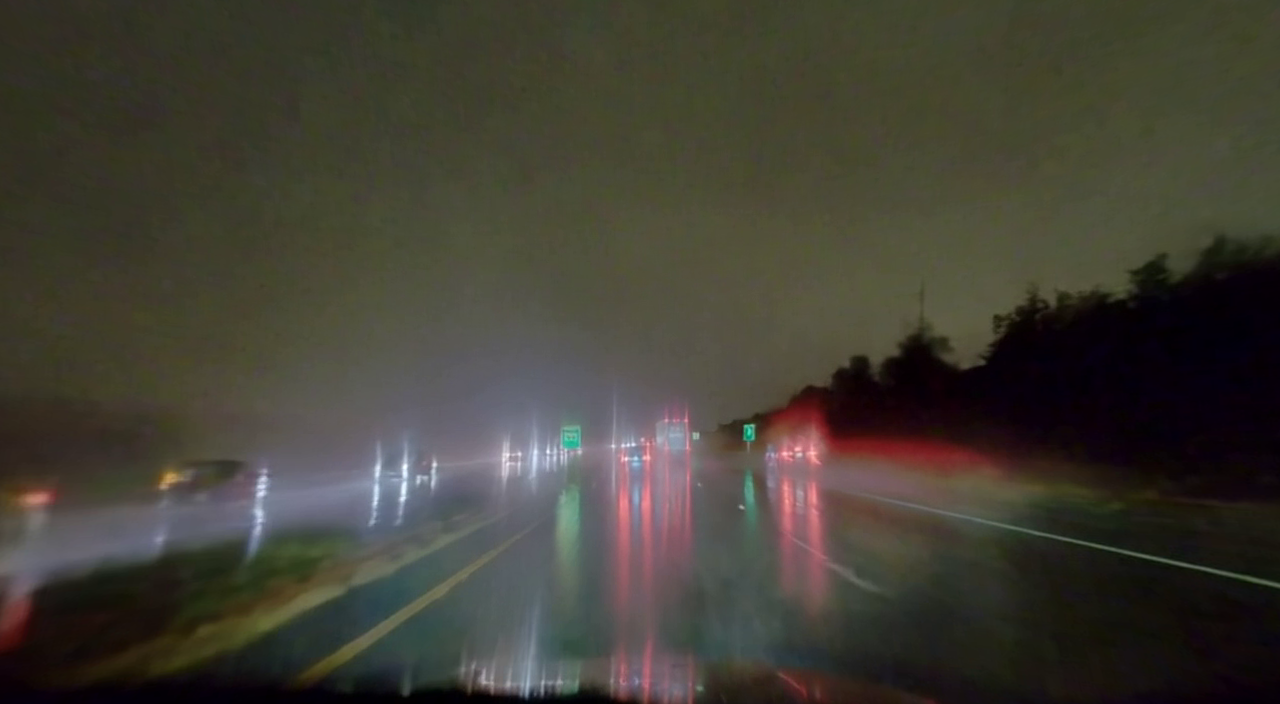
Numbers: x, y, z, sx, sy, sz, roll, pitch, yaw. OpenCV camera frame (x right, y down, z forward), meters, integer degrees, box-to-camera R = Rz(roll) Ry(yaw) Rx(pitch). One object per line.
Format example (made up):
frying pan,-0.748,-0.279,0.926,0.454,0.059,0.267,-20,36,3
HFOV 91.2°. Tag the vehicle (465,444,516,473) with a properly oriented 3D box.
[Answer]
vehicle,-8.486,6.091,35.887,1.911,1.535,4.238,0,-9,0

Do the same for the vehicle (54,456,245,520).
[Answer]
vehicle,-12.945,3.566,16.950,1.882,1.432,4.042,0,-9,0

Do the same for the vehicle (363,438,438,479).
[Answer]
vehicle,-12.720,5.688,33.667,2.119,1.974,4.823,0,-9,-1

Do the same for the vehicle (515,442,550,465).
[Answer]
vehicle,-8.375,7.966,49.084,1.981,1.681,4.398,0,-9,0

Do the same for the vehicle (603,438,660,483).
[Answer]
vehicle,-0.325,4.051,23.710,1.971,1.518,4.108,0,-9,-1
